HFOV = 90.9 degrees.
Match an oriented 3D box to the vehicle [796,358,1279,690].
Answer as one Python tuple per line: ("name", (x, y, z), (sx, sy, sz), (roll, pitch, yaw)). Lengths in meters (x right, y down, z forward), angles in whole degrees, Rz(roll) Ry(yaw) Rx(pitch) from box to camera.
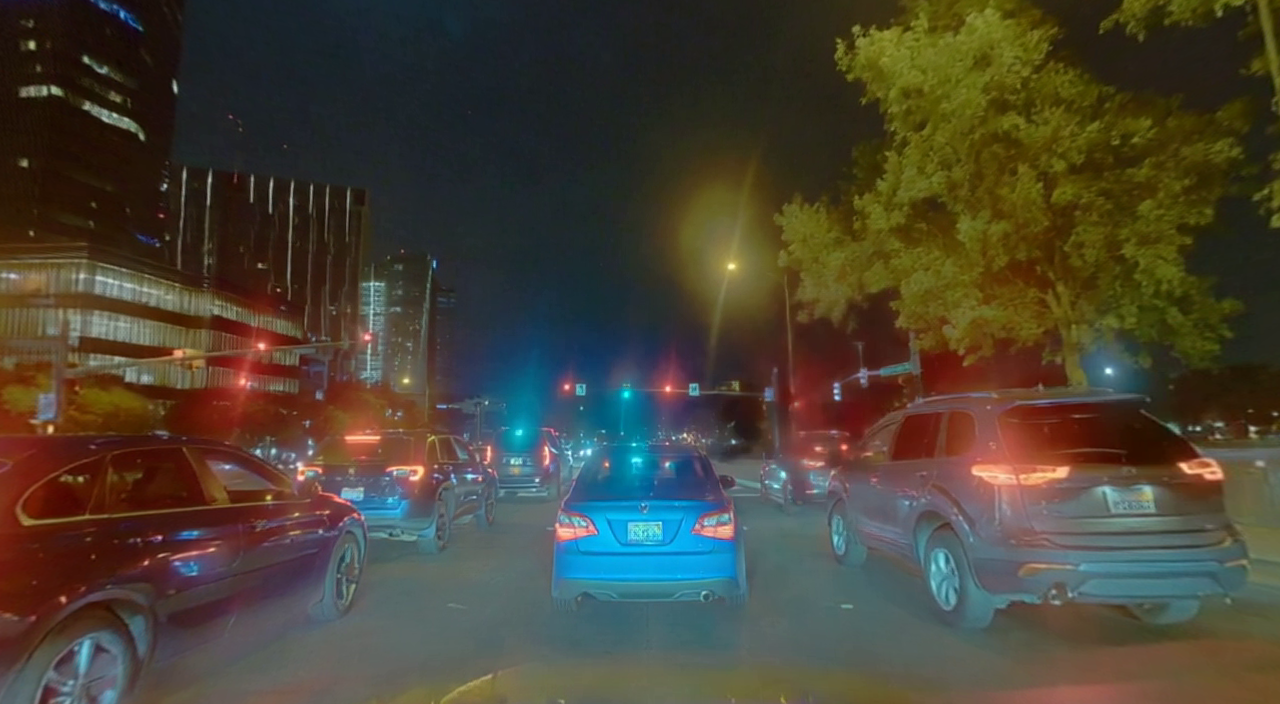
("vehicle", (3.046, 1.239, 5.649), (2.108, 1.785, 4.334), (0, -9, -1))

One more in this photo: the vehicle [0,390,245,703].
("vehicle", (-3.402, 0.750, 1.245), (2.144, 1.505, 4.635), (-1, -9, 2))

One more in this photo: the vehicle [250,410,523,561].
("vehicle", (-3.362, 1.889, 9.617), (2.168, 1.719, 4.561), (-1, -9, 1))

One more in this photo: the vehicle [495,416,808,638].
("vehicle", (0.080, 1.502, 6.383), (2.147, 1.507, 3.953), (0, -8, 0))
